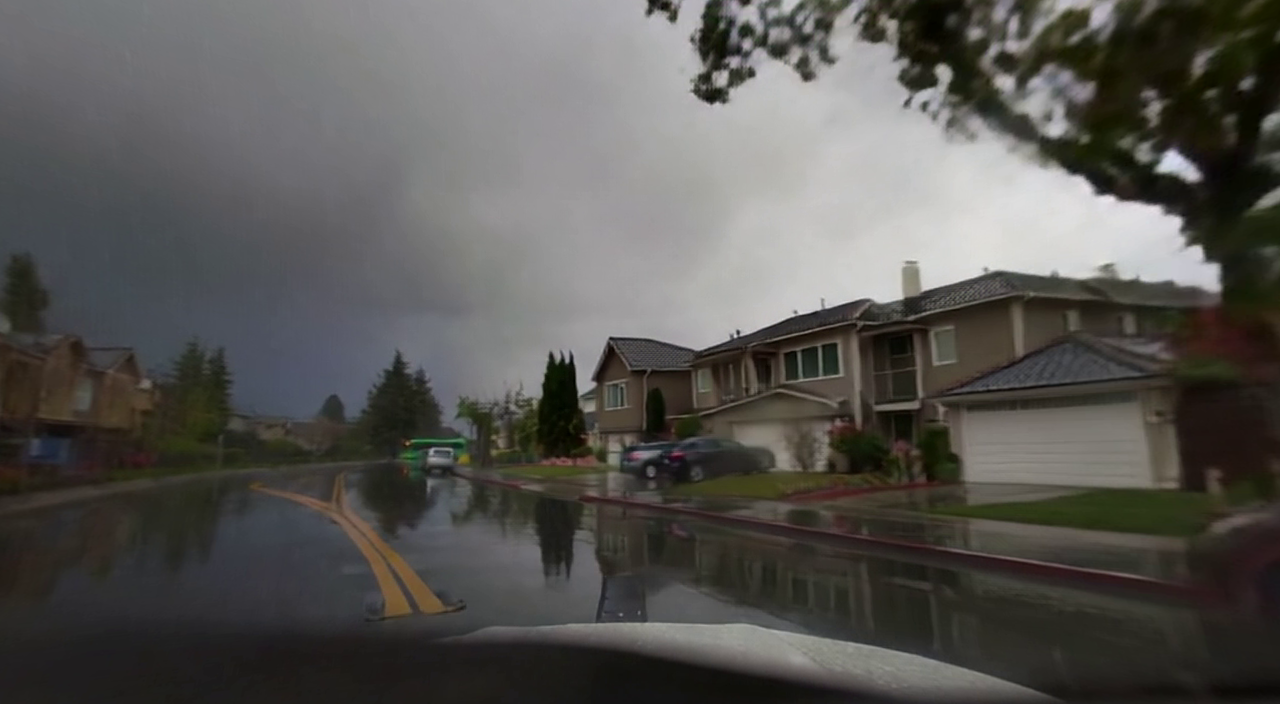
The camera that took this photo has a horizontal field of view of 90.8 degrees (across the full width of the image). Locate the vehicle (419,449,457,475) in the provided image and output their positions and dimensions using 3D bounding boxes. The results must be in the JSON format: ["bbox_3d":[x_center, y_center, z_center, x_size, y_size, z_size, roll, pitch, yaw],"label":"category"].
[{"bbox_3d":[-13.163,7.111,41.027,1.984,1.601,3.994,3,-9,-21],"label":"vehicle"}]

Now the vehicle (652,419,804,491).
[{"bbox_3d":[2.842,3.258,20.419,4.431,1.873,1.920,0,-8,-27],"label":"vehicle"}]
